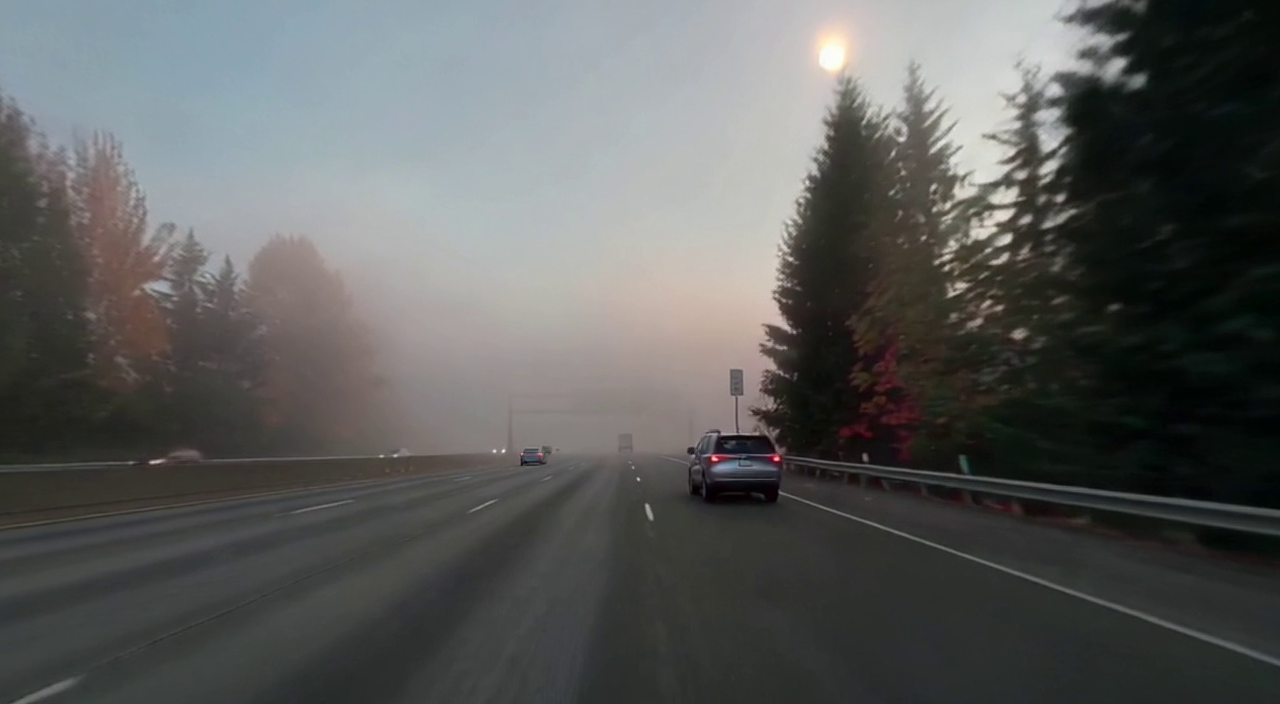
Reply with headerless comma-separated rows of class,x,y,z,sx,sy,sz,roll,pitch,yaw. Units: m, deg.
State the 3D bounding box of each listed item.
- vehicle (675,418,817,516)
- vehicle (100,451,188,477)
vehicle,1.994,2.348,13.292,2.120,1.706,4.226,1,-8,-2
vehicle,-31.379,7.077,40.098,1.855,1.492,4.685,0,-8,-1
